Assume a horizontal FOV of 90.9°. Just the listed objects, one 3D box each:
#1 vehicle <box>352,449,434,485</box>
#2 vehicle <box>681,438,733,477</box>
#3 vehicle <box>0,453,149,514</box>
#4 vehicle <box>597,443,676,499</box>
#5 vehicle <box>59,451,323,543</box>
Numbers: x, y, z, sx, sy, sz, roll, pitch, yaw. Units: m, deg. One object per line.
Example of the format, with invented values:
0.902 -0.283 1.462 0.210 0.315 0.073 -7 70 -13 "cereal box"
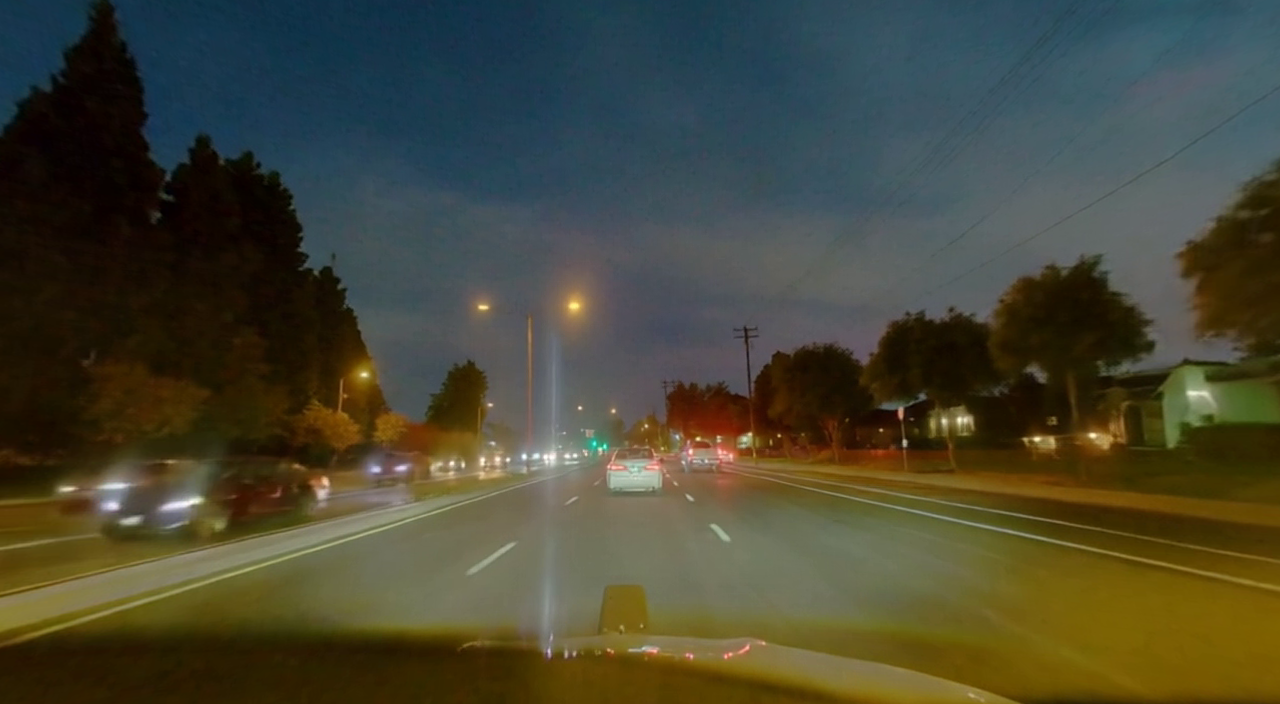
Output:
-11.422 5.340 29.508 1.917 1.488 4.611 0 -8 1 "vehicle"
3.281 5.273 31.743 2.073 1.822 4.276 0 -8 0 "vehicle"
-18.622 4.108 20.230 1.906 1.655 4.691 0 -8 1 "vehicle"
-0.106 3.525 19.114 2.140 1.474 4.026 0 -8 0 "vehicle"
-8.688 2.802 12.877 2.035 1.463 4.527 0 -8 0 "vehicle"
